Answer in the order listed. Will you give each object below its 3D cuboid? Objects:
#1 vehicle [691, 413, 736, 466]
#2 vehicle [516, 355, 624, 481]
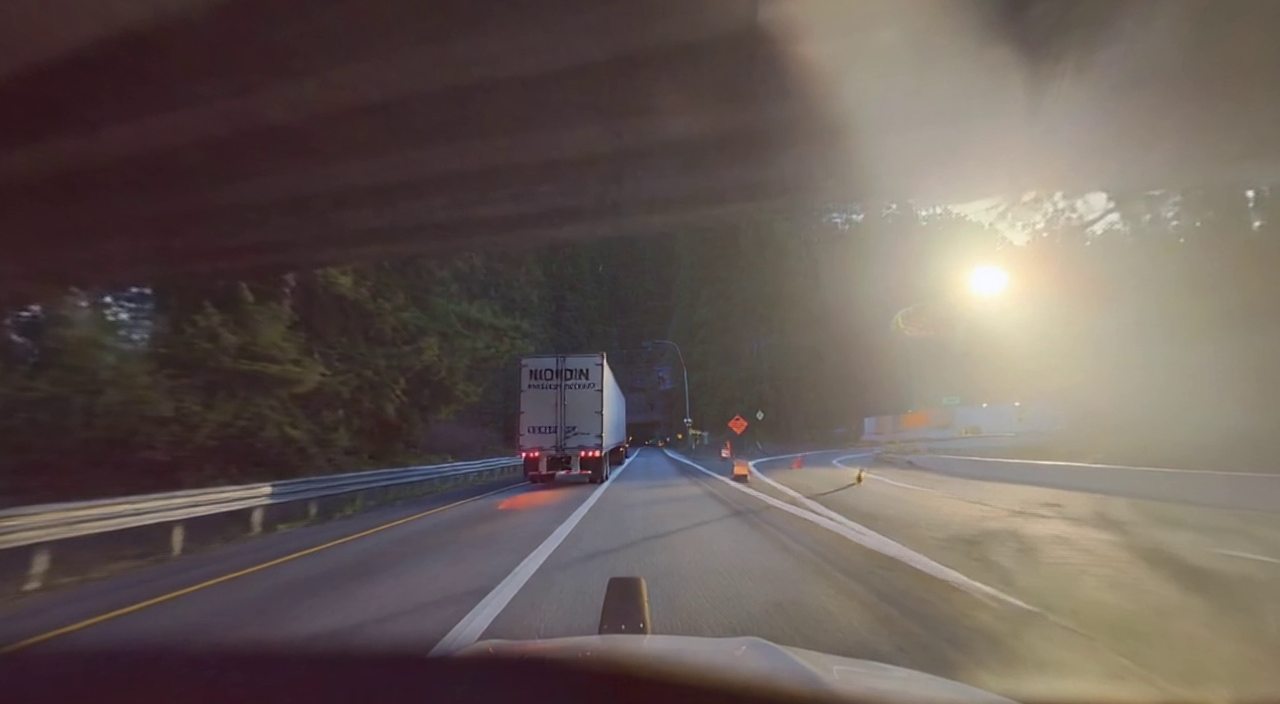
[{"bbox_3d":[5.135,6.163,44.601,2.928,3.571,3.032,0,-8,3],"label":"vehicle"},{"bbox_3d":[-2.486,3.406,28.634,2.873,4.060,16.327,-1,-9,1],"label":"vehicle"}]
